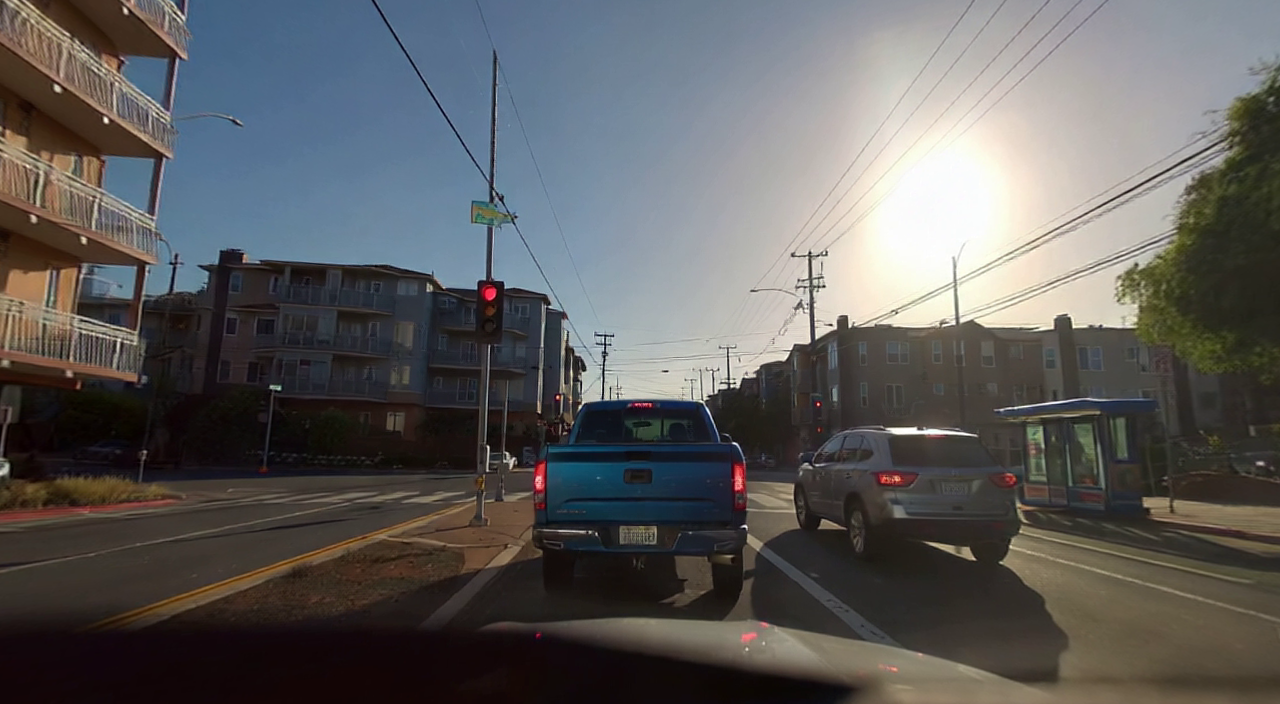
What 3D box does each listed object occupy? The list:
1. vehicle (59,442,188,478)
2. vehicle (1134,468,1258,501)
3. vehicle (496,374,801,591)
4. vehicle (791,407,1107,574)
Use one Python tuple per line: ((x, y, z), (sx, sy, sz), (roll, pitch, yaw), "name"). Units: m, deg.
((-24.856, 5.189, 30.426), (4.563, 1.692, 1.778), (0, -8, -1), "vehicle")
((26.375, 6.284, 29.996), (4.071, 1.388, 1.884), (0, -8, 1), "vehicle")
((0.105, 1.549, 8.308), (2.738, 1.959, 5.070), (0, -8, 1), "vehicle")
((3.857, 1.824, 9.129), (2.131, 1.759, 4.762), (0, -8, 0), "vehicle")
